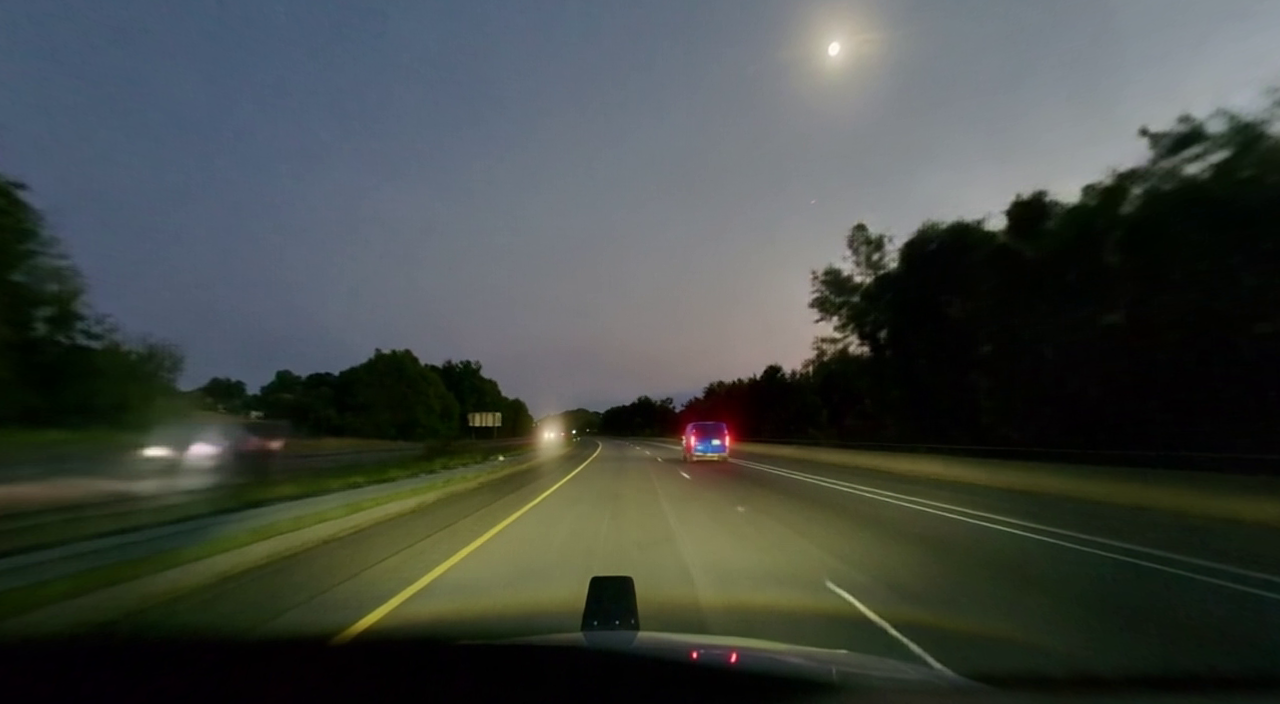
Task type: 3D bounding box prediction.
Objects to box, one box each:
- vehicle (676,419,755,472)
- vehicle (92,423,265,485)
[{"bbox_3d":[2.736,3.547,24.095,2.240,1.801,4.545,0,-8,-3],"label":"vehicle"},{"bbox_3d":[-13.297,2.932,18.580,2.013,1.589,4.152,0,-8,-1],"label":"vehicle"}]
